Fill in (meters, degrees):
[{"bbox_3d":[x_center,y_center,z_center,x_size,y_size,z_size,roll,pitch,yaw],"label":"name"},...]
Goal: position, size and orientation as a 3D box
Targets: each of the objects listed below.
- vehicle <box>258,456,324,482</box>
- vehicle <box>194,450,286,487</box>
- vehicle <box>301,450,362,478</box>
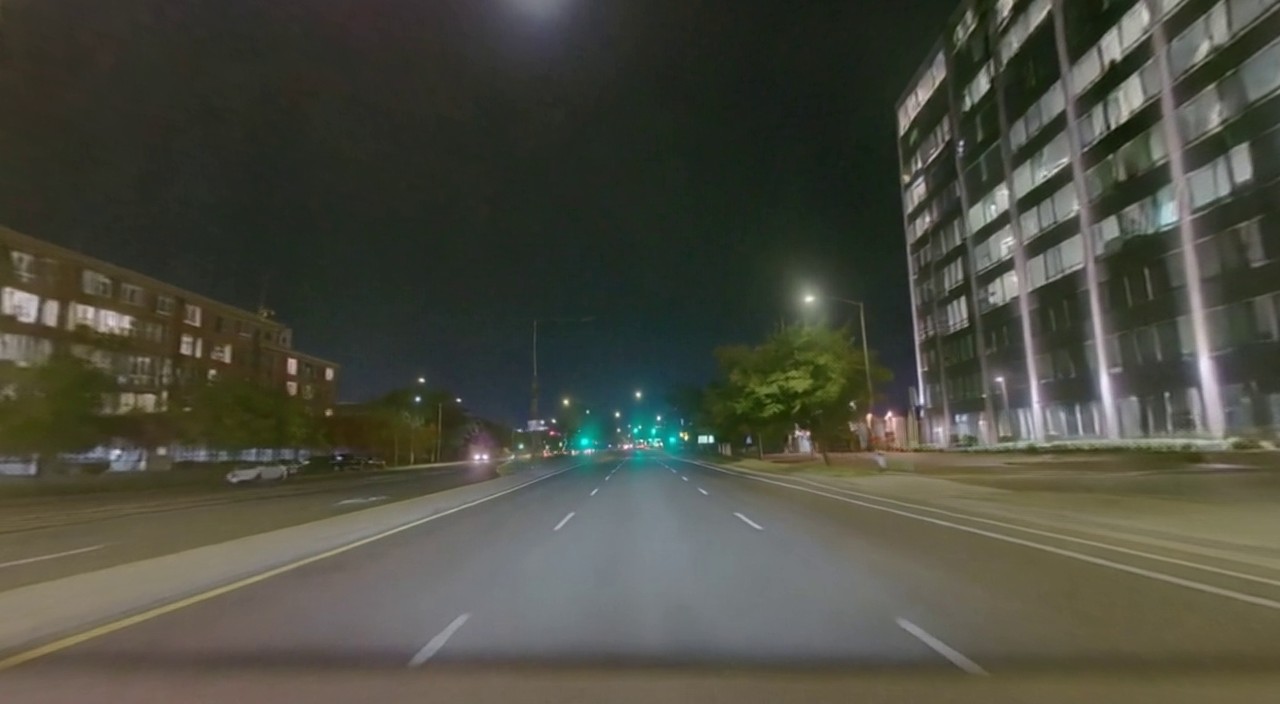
[{"bbox_3d":[-22.022,7.355,40.078,1.897,1.462,4.278,0,-8,-2],"label":"vehicle"},{"bbox_3d":[-21.963,6.376,34.979,1.922,1.821,4.729,0,-8,1],"label":"vehicle"},{"bbox_3d":[-22.222,8.061,45.721,2.043,1.816,4.776,0,-8,-1],"label":"vehicle"}]
